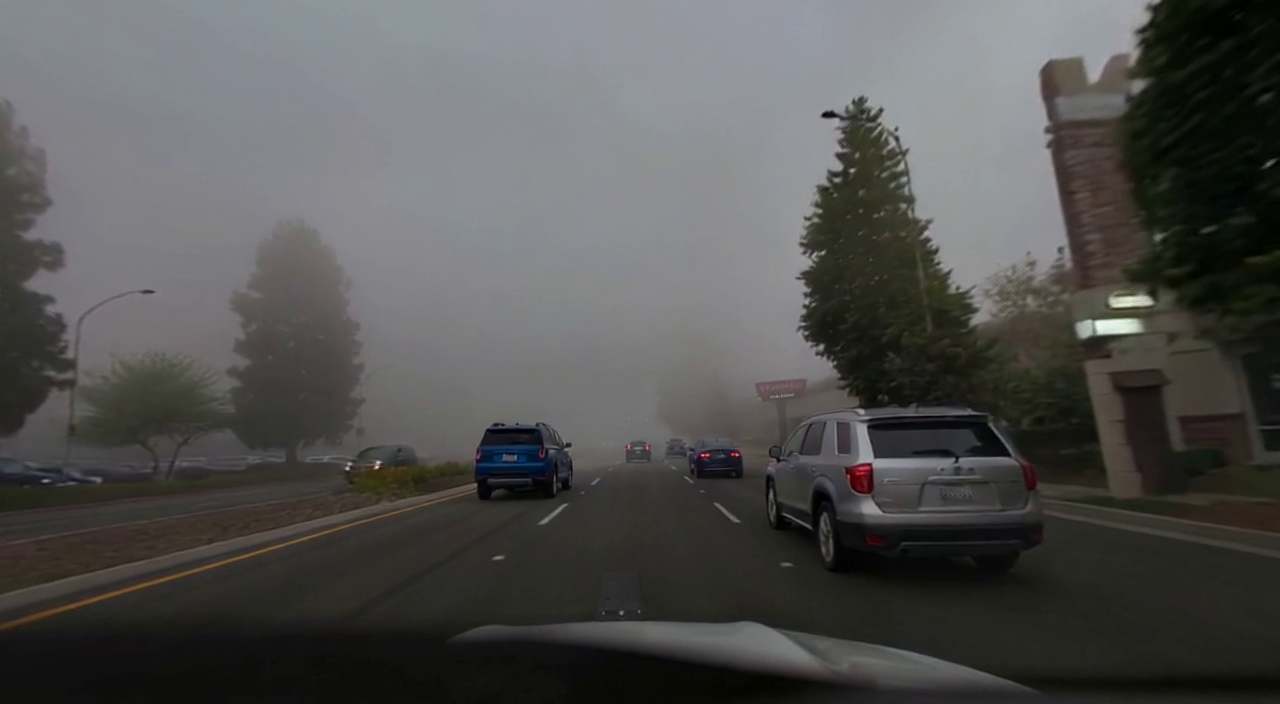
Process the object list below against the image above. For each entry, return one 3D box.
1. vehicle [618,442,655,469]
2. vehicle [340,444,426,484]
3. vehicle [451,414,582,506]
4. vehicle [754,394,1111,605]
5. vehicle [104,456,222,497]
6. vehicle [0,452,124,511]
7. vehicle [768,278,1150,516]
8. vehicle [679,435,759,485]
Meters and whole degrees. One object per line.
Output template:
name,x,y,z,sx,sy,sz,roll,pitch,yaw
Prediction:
vehicle,-0.228,6.054,37.074,2.008,1.464,4.052,0,-8,-1
vehicle,-11.715,5.104,29.156,2.134,1.661,4.374,0,-8,0
vehicle,-3.031,2.836,16.967,2.368,2.037,5.319,0,-8,1
vehicle,2.823,1.538,7.467,2.018,1.719,4.369,0,-8,-1
vehicle,-22.128,5.748,29.557,1.908,1.711,4.461,0,-8,1
vehicle,-22.320,4.749,23.645,1.931,1.908,4.694,0,-8,0
vehicle,7.136,1.932,19.099,2.878,4.158,16.287,0,-8,-1
vehicle,2.700,3.857,22.826,2.174,1.596,4.779,0,-8,-2
